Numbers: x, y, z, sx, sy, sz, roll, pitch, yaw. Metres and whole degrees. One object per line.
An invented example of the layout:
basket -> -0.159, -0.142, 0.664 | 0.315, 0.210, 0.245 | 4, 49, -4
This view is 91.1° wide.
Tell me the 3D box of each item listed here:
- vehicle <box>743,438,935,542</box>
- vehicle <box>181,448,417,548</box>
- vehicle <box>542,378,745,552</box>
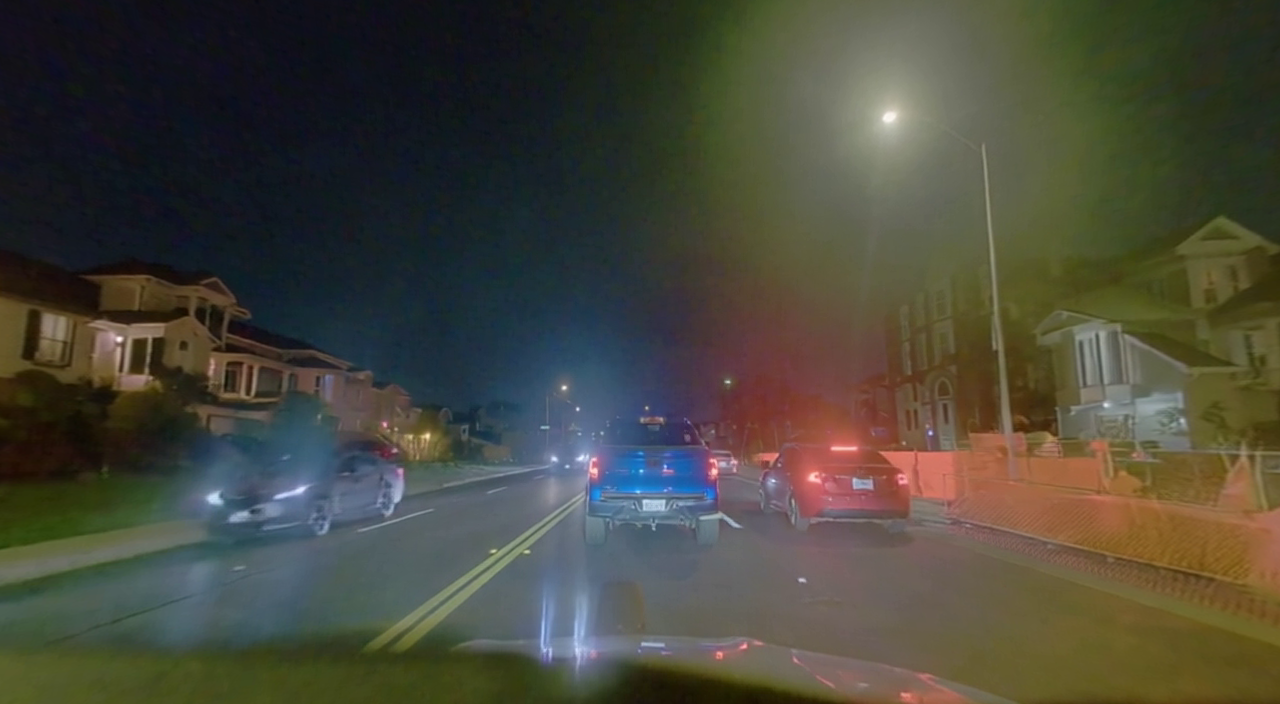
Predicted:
vehicle -> 3.303, 2.370, 11.545 | 2.010, 1.499, 4.481 | 0, -8, -1
vehicle -> -6.138, 2.625, 12.089 | 1.953, 1.528, 4.492 | 0, -8, 1
vehicle -> 0.089, 2.006, 11.784 | 2.751, 2.361, 6.347 | 0, -8, 1
